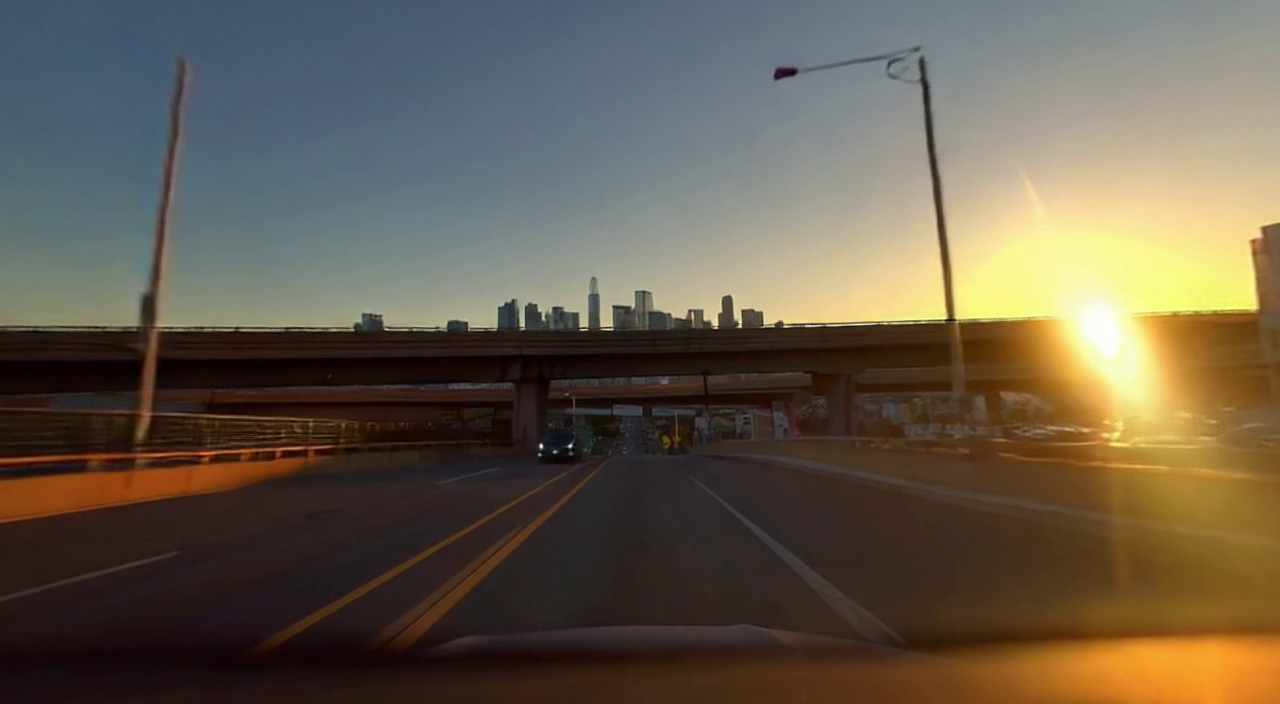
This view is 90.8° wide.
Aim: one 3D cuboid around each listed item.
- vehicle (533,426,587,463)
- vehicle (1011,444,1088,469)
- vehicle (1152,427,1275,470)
[{"bbox_3d":[-3.980,4.720,32.168,2.096,1.743,4.420,0,-8,1],"label":"vehicle"},{"bbox_3d":[27.585,7.074,42.667,3.924,1.457,1.716,2,-15,-2],"label":"vehicle"},{"bbox_3d":[26.944,4.583,29.825,3.629,1.565,1.997,2,-17,5],"label":"vehicle"}]
